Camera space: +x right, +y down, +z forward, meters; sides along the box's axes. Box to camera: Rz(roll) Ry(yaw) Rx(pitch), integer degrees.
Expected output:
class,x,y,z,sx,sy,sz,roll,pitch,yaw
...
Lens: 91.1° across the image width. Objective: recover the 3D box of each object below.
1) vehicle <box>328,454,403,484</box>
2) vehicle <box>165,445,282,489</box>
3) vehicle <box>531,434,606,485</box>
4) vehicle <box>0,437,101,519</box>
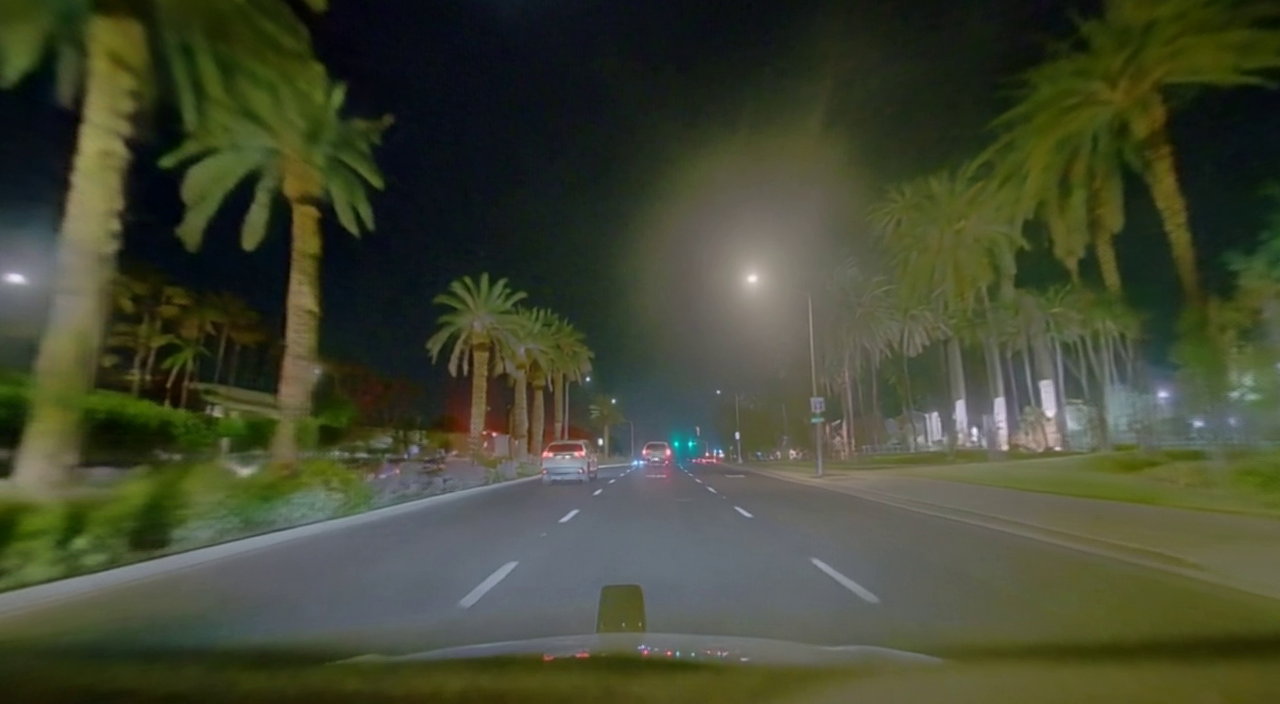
class,x,y,z,sx,sy,sz,roll,pitch,yaw
vehicle,-15.678,6.702,36.185,2.195,1.559,4.362,0,-8,3
vehicle,-20.212,5.564,30.792,2.146,1.913,4.993,0,-8,2
vehicle,-2.732,4.273,25.305,2.188,1.819,4.667,-1,-8,4
vehicle,-16.281,3.034,15.188,2.142,1.913,4.745,0,-8,2
